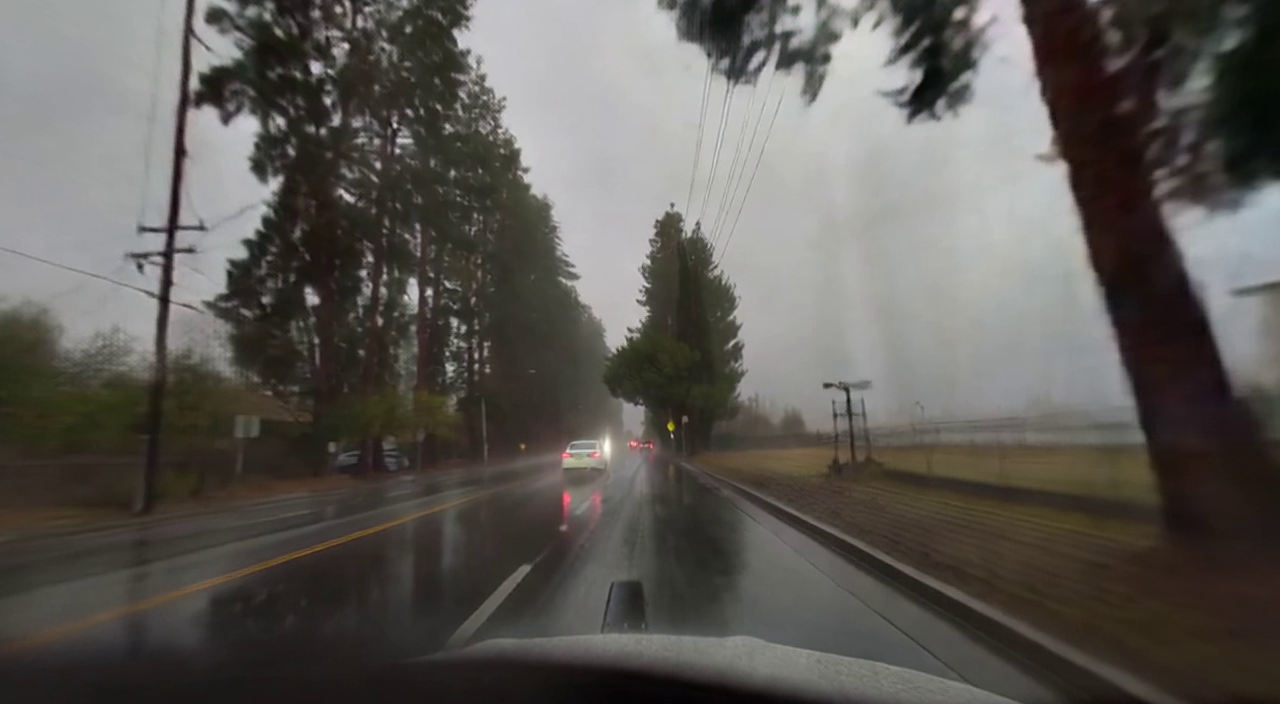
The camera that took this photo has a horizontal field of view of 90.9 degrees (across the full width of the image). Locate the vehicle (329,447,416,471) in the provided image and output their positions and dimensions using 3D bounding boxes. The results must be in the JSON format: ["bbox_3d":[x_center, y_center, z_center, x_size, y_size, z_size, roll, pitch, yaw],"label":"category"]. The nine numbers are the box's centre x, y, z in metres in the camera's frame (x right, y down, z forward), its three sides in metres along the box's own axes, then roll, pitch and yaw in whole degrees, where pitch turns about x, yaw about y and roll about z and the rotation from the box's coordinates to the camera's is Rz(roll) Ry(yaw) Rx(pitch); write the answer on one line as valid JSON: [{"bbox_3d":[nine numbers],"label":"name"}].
[{"bbox_3d":[-17.839,7.140,42.152,4.916,1.474,2.008,0,-8,1],"label":"vehicle"}]

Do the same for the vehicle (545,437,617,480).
[{"bbox_3d":[-2.141,4.049,24.286,2.153,1.461,4.374,-1,-8,3],"label":"vehicle"}]
